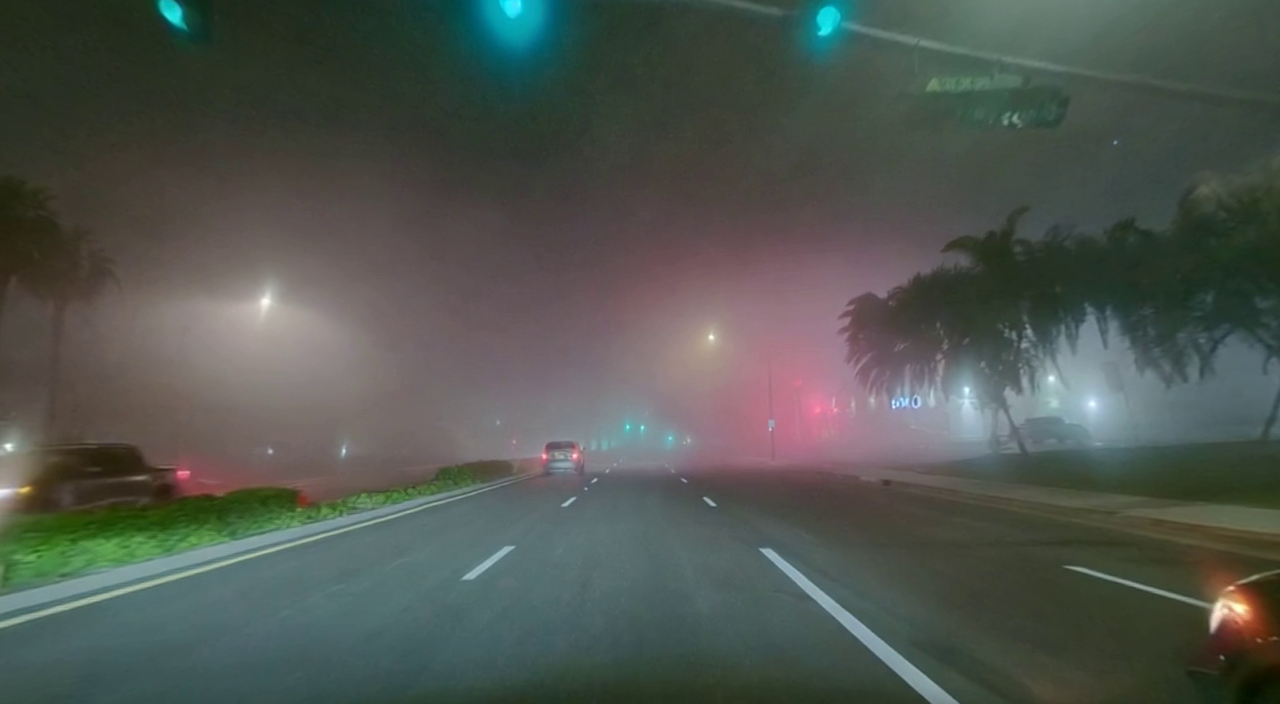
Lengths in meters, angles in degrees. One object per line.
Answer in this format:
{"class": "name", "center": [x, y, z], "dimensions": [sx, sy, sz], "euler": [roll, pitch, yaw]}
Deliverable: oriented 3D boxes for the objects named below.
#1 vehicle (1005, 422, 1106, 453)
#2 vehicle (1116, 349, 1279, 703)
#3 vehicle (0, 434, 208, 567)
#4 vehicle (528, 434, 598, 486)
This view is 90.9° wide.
{"class": "vehicle", "center": [23.533, 4.863, 35.789], "dimensions": [4.283, 1.700, 1.965], "euler": [0, -8, 0]}
{"class": "vehicle", "center": [2.762, 0.524, 0.208], "dimensions": [1.946, 1.513, 4.133], "euler": [0, -8, 0]}
{"class": "vehicle", "center": [-8.352, 1.873, 8.351], "dimensions": [2.012, 1.500, 4.636], "euler": [0, -8, -1]}
{"class": "vehicle", "center": [-2.768, 4.007, 23.679], "dimensions": [1.998, 1.743, 4.402], "euler": [-1, -8, 1]}
